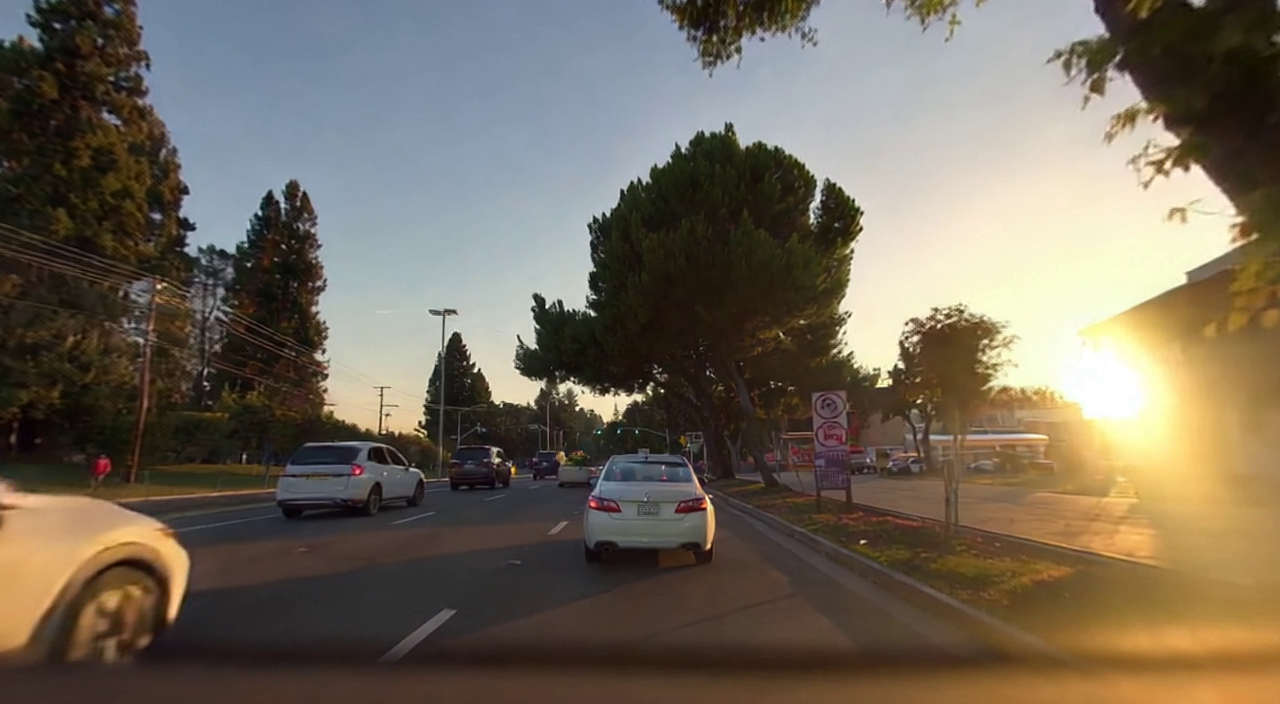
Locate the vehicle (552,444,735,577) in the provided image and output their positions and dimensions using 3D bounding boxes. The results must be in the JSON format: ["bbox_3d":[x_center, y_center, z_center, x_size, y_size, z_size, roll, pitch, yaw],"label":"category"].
[{"bbox_3d":[0.086,2.126,9.278,2.091,1.494,3.962,0,-9,1],"label":"vehicle"}]

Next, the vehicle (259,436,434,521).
[{"bbox_3d":[-6.928,3.012,15.558,2.032,1.767,4.549,0,-9,1],"label":"vehicle"}]

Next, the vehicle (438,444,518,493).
[{"bbox_3d":[-6.768,4.893,26.866,2.130,1.900,4.470,0,-9,1],"label":"vehicle"}]

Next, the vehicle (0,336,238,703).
[{"bbox_3d":[-3.614,0.651,1.513,2.055,1.725,4.732,0,-9,1],"label":"vehicle"}]
